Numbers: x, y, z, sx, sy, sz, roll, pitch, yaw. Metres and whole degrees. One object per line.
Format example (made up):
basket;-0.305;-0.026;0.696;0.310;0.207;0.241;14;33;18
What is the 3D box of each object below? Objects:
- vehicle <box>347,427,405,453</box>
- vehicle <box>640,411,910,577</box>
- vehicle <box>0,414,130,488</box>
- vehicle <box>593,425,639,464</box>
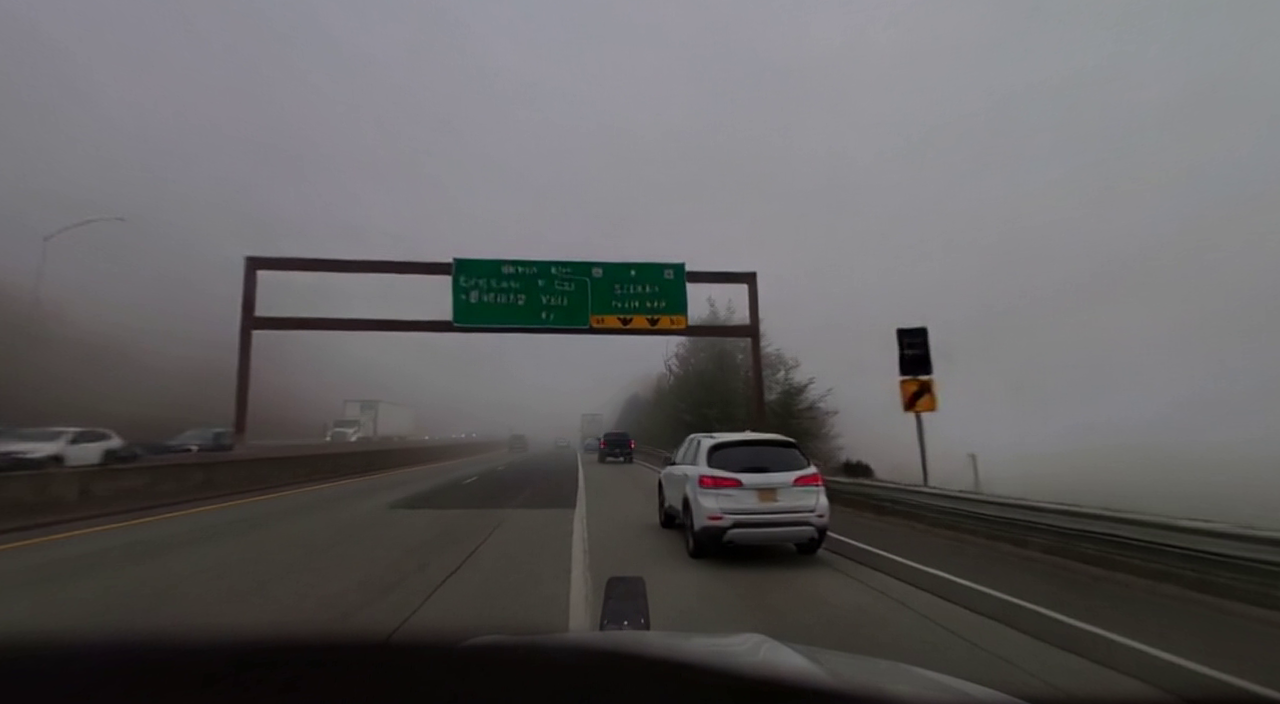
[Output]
vehicle;-16.180;5.451;38.793;1.921;1.507;4.664;0;-8;-6
vehicle;1.266;1.619;8.077;2.127;1.497;4.445;1;-8;-5
vehicle;-13.431;2.142;13.736;1.853;1.406;3.495;1;-8;-6
vehicle;-1.441;5.161;35.209;2.207;1.937;5.610;1;-8;-6
